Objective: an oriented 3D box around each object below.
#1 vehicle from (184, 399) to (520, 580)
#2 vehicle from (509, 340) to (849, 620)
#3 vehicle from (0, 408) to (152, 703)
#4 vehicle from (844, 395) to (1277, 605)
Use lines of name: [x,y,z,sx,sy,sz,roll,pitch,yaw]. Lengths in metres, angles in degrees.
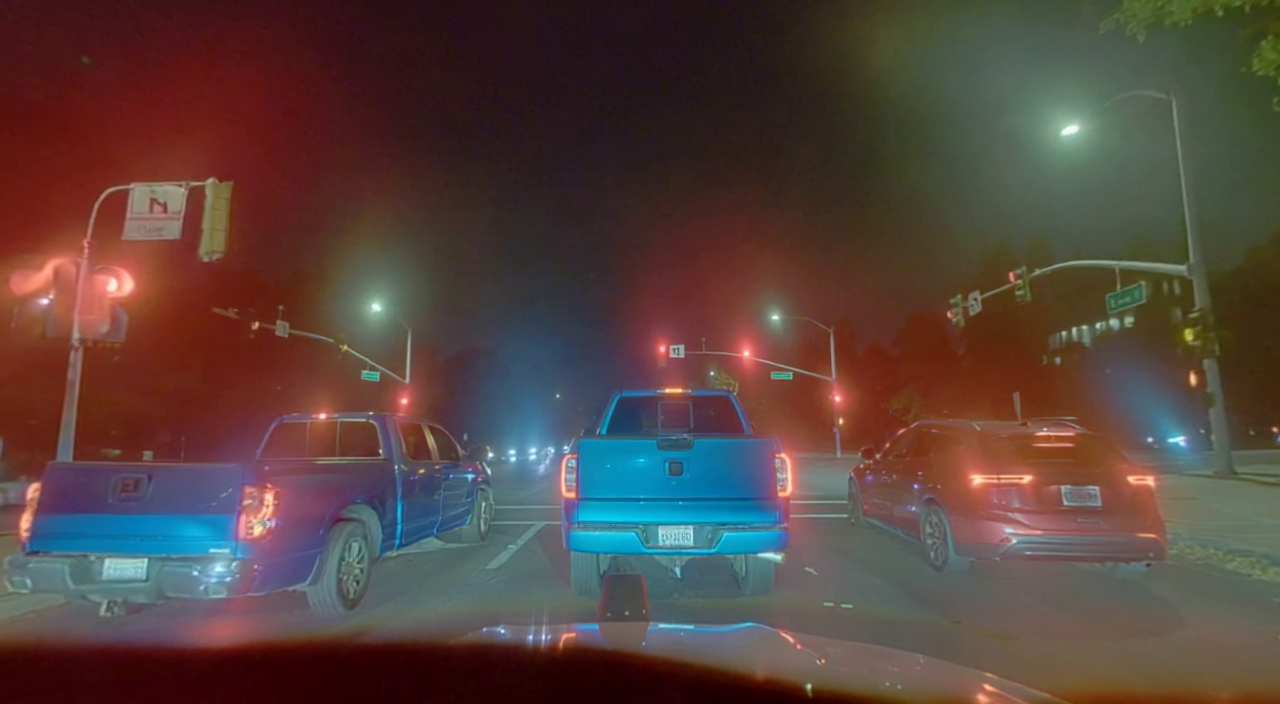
vehicle: [-3.288,1.686,8.585,2.125,1.739,4.707,0,-8,3]
vehicle: [0.324,1.284,7.155,2.505,2.084,4.768,0,-8,1]
vehicle: [-3.390,0.707,0.650,1.998,1.481,4.656,0,-8,1]
vehicle: [4.040,1.490,7.184,1.984,1.659,4.226,0,-8,0]
